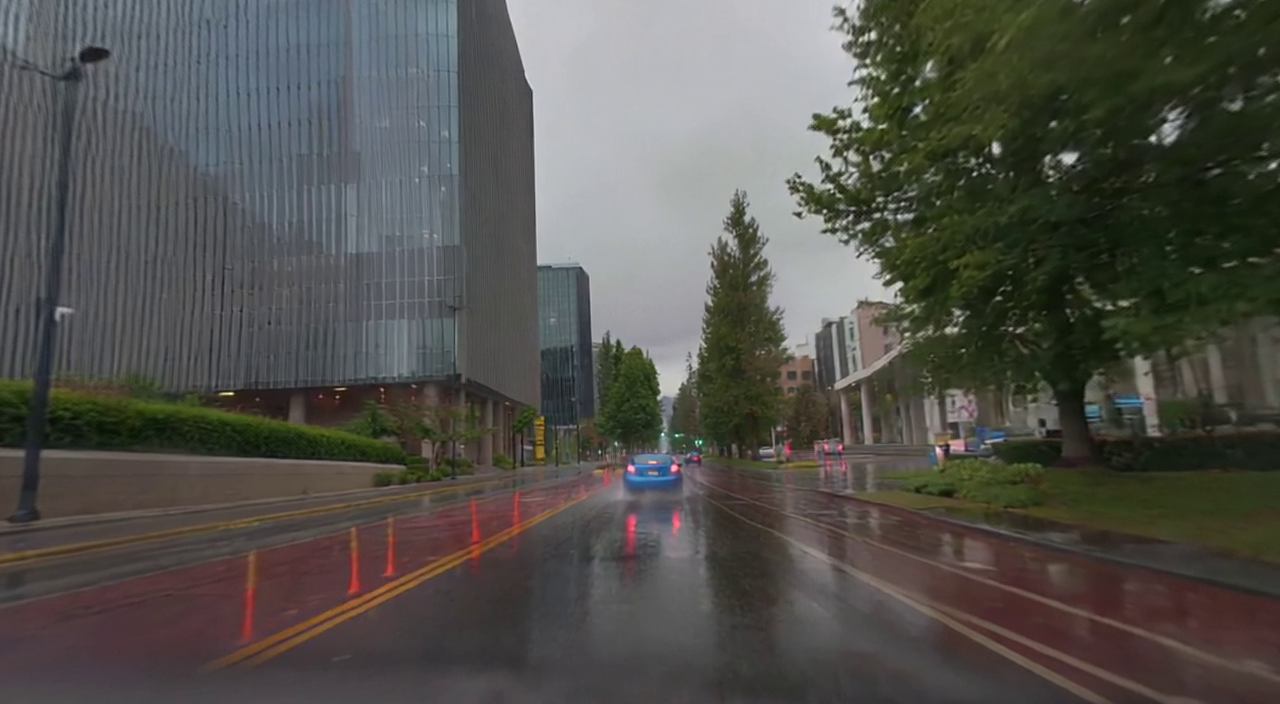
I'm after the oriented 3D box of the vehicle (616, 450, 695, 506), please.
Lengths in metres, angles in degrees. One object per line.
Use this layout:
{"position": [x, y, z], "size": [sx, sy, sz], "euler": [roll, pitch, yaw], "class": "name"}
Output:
{"position": [0.396, 3.636, 18.611], "size": [2.063, 1.442, 4.135], "euler": [0, -9, 0], "class": "vehicle"}
